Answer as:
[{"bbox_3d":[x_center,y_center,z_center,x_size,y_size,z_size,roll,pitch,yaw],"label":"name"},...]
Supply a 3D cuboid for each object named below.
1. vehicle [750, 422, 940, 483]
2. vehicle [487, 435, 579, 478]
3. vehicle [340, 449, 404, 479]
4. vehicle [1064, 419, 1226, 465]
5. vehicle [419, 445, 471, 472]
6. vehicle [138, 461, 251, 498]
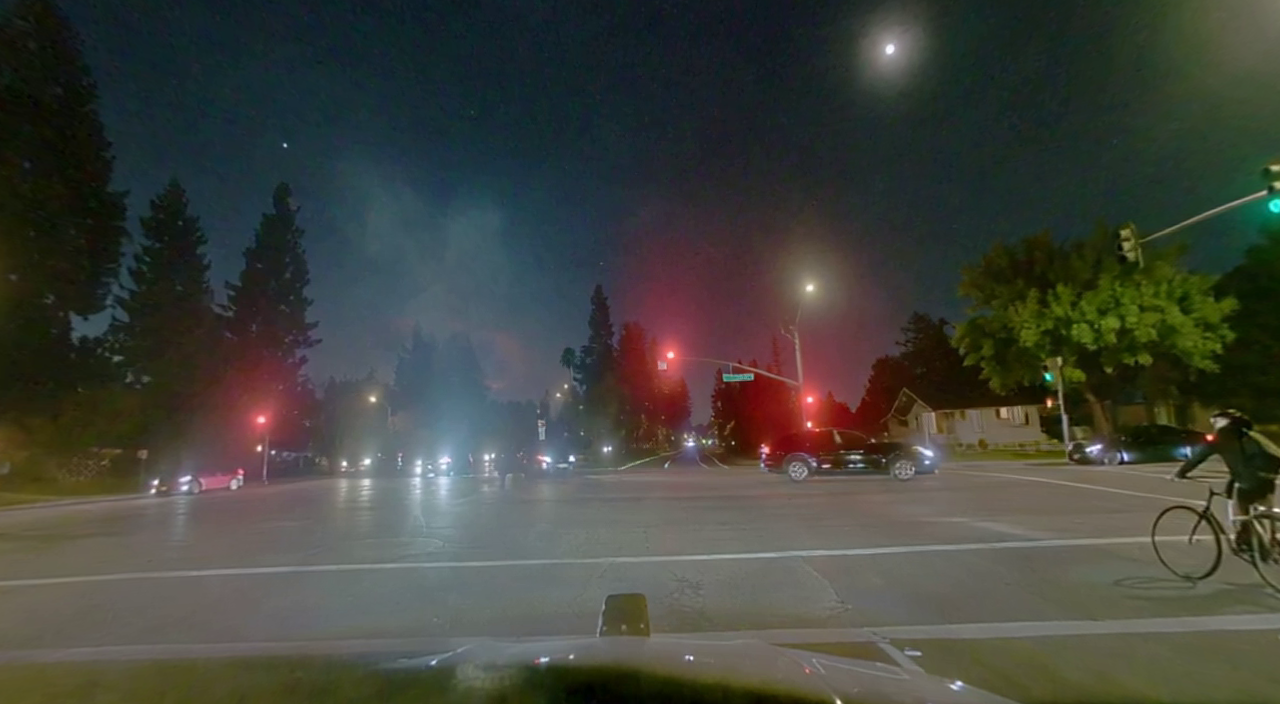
[{"bbox_3d":[6.177,3.073,19.374,5.217,1.673,2.006,-3,-9,18],"label":"vehicle"},{"bbox_3d":[-4.884,4.622,28.112,2.191,1.731,5.188,5,-10,-32],"label":"vehicle"},{"bbox_3d":[-17.249,7.201,40.826,2.006,1.735,4.591,0,-9,1],"label":"vehicle"},{"bbox_3d":[17.318,3.102,21.763,3.969,1.493,1.823,0,-9,1],"label":"vehicle"},{"bbox_3d":[-13.945,7.618,45.348,2.093,1.769,4.971,0,-9,0],"label":"vehicle"},{"bbox_3d":[-20.827,5.961,29.773,1.860,1.473,4.655,0,-9,1],"label":"vehicle"}]
